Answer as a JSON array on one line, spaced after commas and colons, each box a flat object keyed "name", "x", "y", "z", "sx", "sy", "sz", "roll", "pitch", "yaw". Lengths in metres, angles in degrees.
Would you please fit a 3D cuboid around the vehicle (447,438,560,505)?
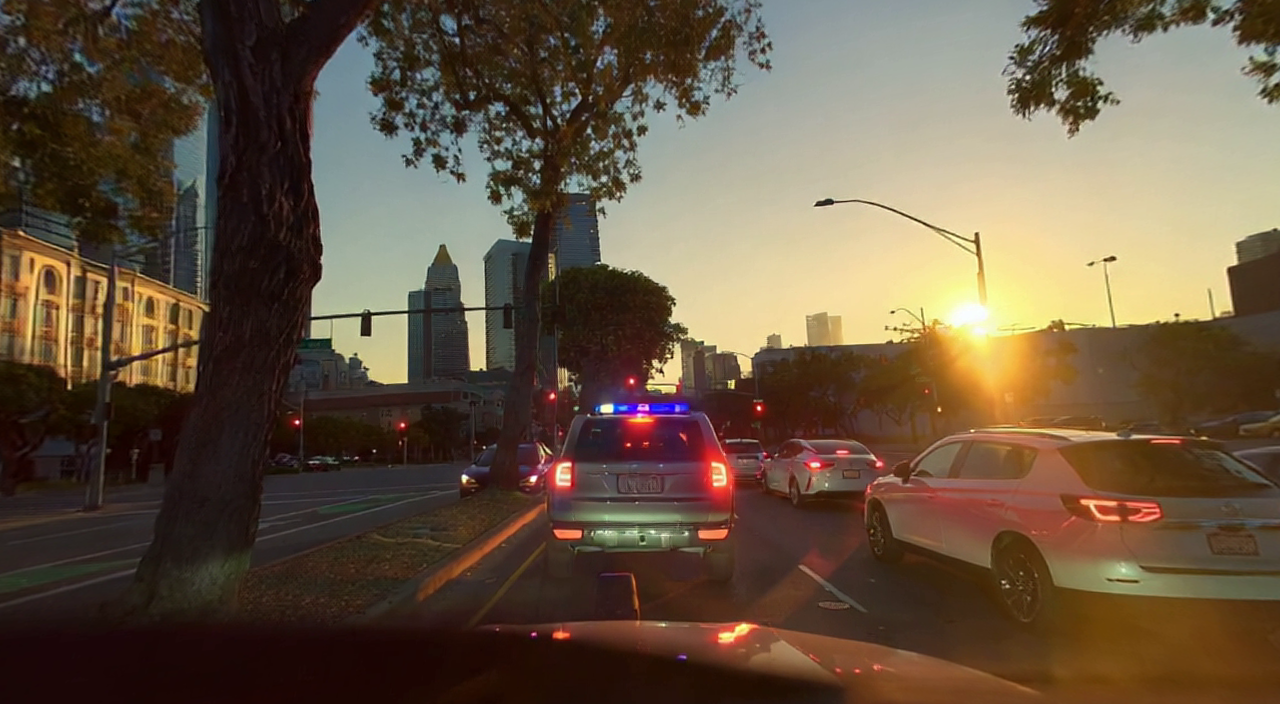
[{"name": "vehicle", "x": -3.311, "y": 2.981, "z": 16.202, "sx": 1.913, "sy": 1.464, "sz": 4.276, "roll": 0, "pitch": -8, "yaw": 0}]

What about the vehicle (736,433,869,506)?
[{"name": "vehicle", "x": 3.646, "y": 2.709, "z": 15.060, "sx": 1.940, "sy": 1.474, "sz": 4.234, "roll": 0, "pitch": -8, "yaw": -1}]

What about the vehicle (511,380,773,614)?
[{"name": "vehicle", "x": -0.036, "y": 1.455, "z": 7.269, "sx": 2.038, "sy": 1.819, "sz": 4.505, "roll": 0, "pitch": -8, "yaw": -1}]

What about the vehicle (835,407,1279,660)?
[{"name": "vehicle", "x": 3.636, "y": 1.406, "z": 6.073, "sx": 1.995, "sy": 1.483, "sz": 4.533, "roll": 0, "pitch": -8, "yaw": -1}]
